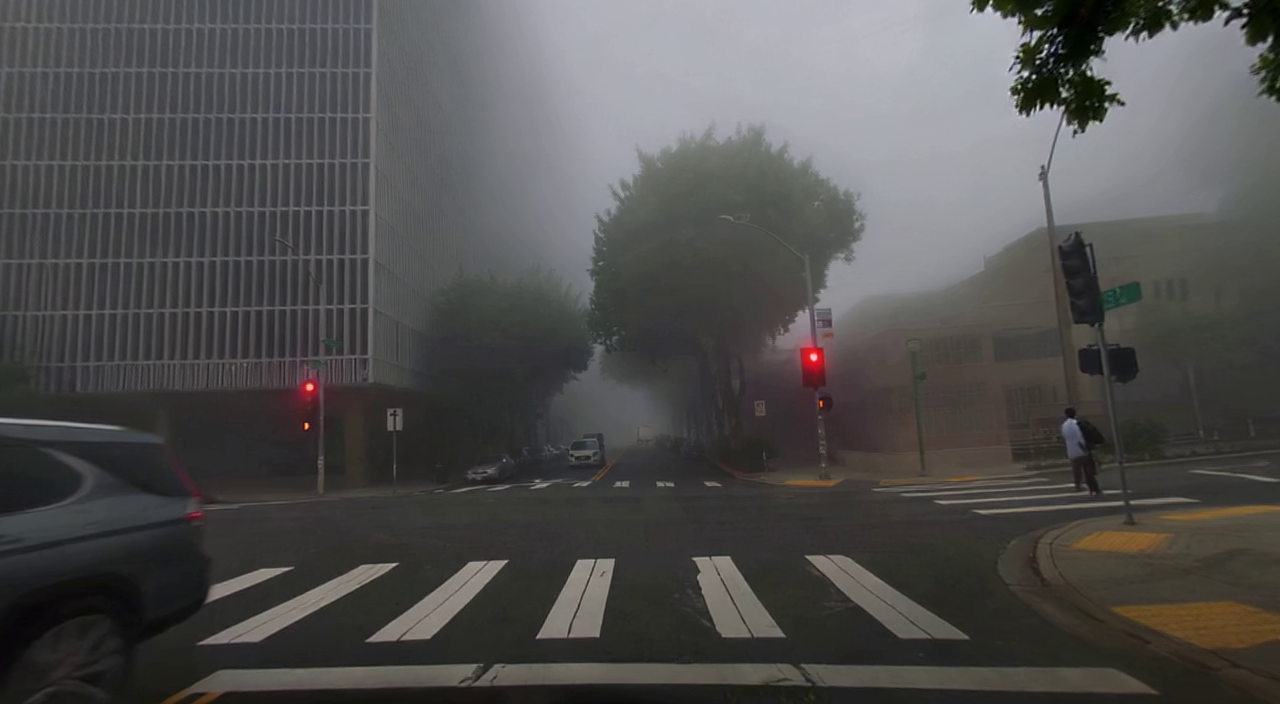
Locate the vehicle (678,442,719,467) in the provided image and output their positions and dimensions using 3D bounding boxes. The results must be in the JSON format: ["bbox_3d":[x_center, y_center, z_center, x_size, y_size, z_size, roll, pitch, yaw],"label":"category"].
[{"bbox_3d":[3.539,6.273,38.868,1.853,1.426,4.160,1,-8,-3],"label":"vehicle"}]

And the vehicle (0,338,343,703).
[{"bbox_3d":[-3.224,0.786,1.785,1.958,1.751,4.393,-2,-9,12],"label":"vehicle"}]

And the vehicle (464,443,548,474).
[{"bbox_3d":[-8.021,6.349,38.014,4.526,1.726,1.963,8,-12,-44],"label":"vehicle"}]

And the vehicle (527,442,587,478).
[{"bbox_3d":[-3.667,4.842,28.652,1.989,1.481,4.500,0,-8,1],"label":"vehicle"}]
